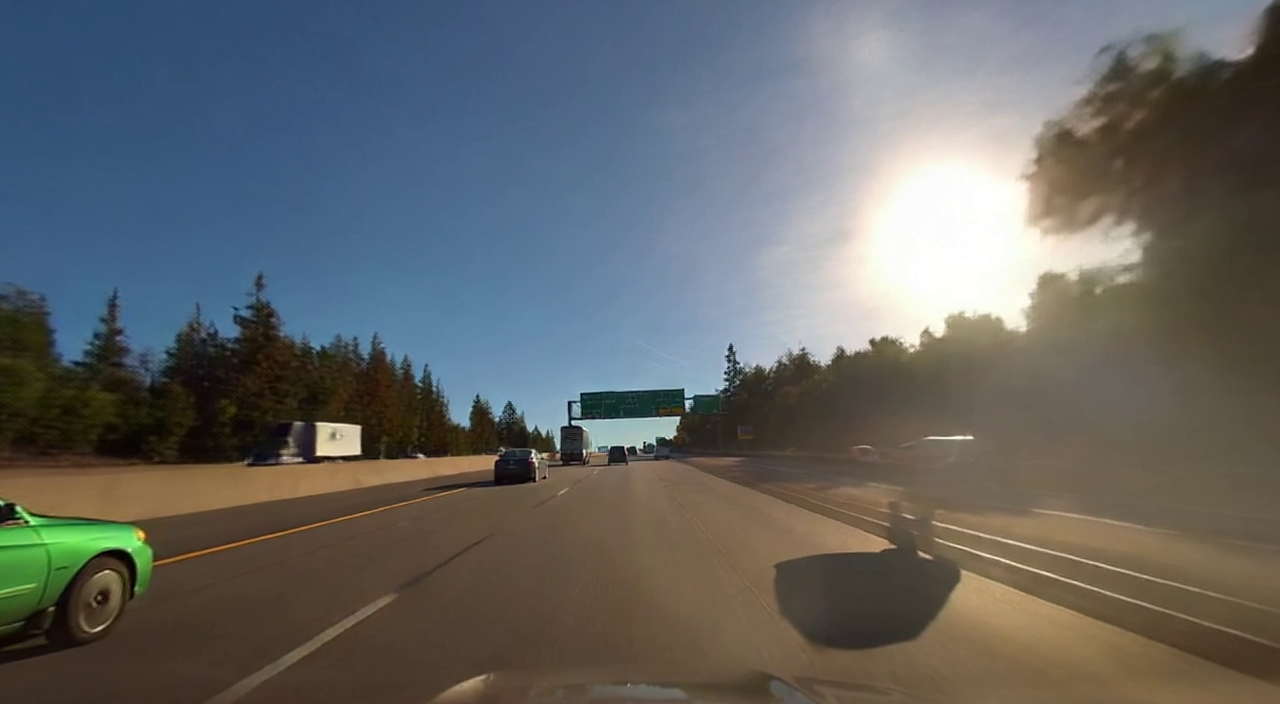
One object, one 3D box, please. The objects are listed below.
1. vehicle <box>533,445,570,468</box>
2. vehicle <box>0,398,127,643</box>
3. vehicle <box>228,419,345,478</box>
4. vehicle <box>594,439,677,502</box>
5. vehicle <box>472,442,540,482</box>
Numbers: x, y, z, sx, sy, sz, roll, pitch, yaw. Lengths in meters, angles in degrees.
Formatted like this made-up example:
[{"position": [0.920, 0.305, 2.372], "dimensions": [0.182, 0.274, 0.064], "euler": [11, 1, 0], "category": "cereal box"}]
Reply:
[{"position": [-5.735, 6.831, 41.116], "dimensions": [1.814, 1.417, 3.860], "euler": [0, -9, 0], "category": "vehicle"}, {"position": [-5.284, 0.960, 3.106], "dimensions": [2.058, 1.626, 4.118], "euler": [0, -9, -2], "category": "vehicle"}, {"position": [-17.515, 4.840, 31.643], "dimensions": [2.546, 2.647, 5.845], "euler": [0, -9, -1], "category": "vehicle"}, {"position": [-0.143, 3.066, 16.568], "dimensions": [1.940, 1.451, 3.512], "euler": [0, -9, -1], "category": "vehicle"}, {"position": [-5.415, 4.485, 25.908], "dimensions": [1.892, 1.481, 4.180], "euler": [0, -9, 0], "category": "vehicle"}]
